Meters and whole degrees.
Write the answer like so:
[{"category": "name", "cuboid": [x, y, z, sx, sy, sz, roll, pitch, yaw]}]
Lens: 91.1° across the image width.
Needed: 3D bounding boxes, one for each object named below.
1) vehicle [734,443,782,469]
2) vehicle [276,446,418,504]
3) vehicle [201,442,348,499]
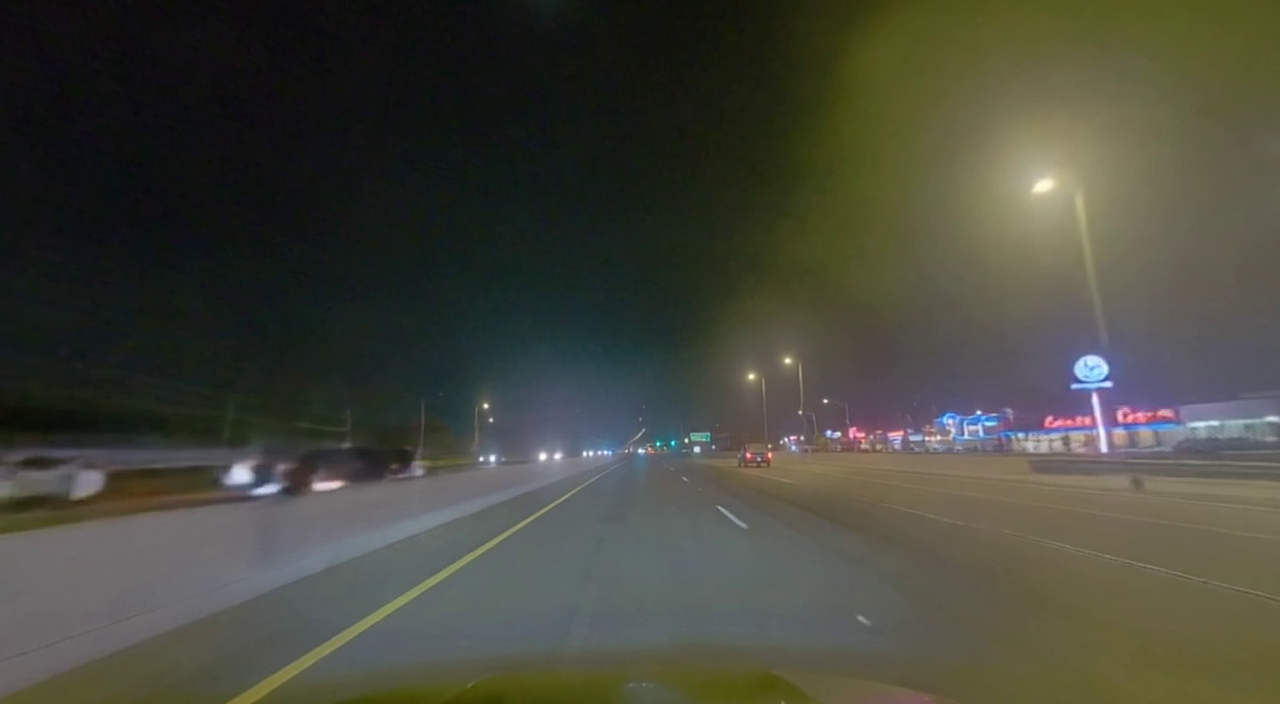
[{"category": "vehicle", "cuboid": [7.496, 6.669, 40.537, 2.079, 1.518, 5.032, 0, -8, -1]}, {"category": "vehicle", "cuboid": [-8.595, 3.610, 18.983, 1.942, 1.483, 4.649, 0, -8, 2]}, {"category": "vehicle", "cuboid": [-12.383, 4.003, 21.749, 2.058, 1.748, 4.841, 0, -8, 2]}]
